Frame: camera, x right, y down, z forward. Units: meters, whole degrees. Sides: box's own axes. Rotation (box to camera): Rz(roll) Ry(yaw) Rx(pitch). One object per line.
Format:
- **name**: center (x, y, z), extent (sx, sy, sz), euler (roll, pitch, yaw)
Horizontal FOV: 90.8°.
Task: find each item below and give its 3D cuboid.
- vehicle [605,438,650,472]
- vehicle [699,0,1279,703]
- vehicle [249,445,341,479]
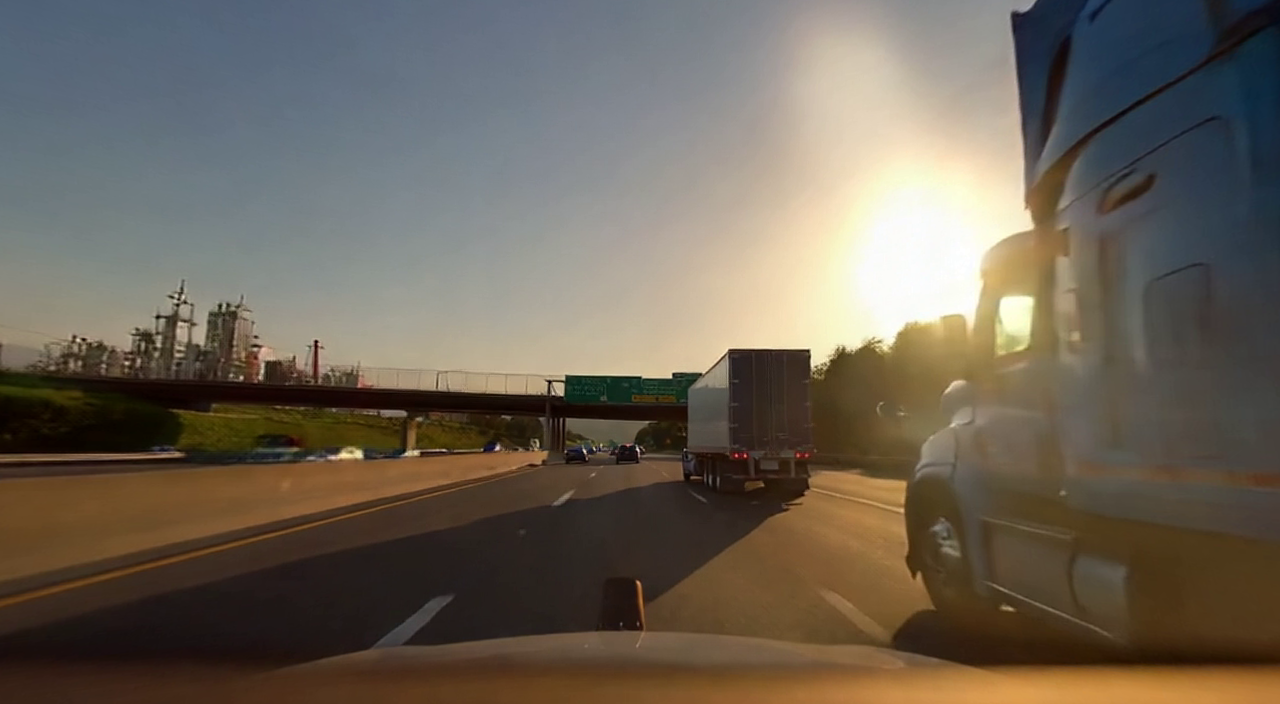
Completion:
- **vehicle**: center (-0.663, 5.420, 33.409), extent (2.191, 1.685, 4.015), euler (0, -9, -1)
- **vehicle**: center (3.315, 0.591, 9.369), extent (2.996, 4.123, 15.965), euler (0, -9, -1)
- **vehicle**: center (-16.668, 5.311, 30.828), extent (2.134, 1.489, 4.523), euler (0, -9, -3)
